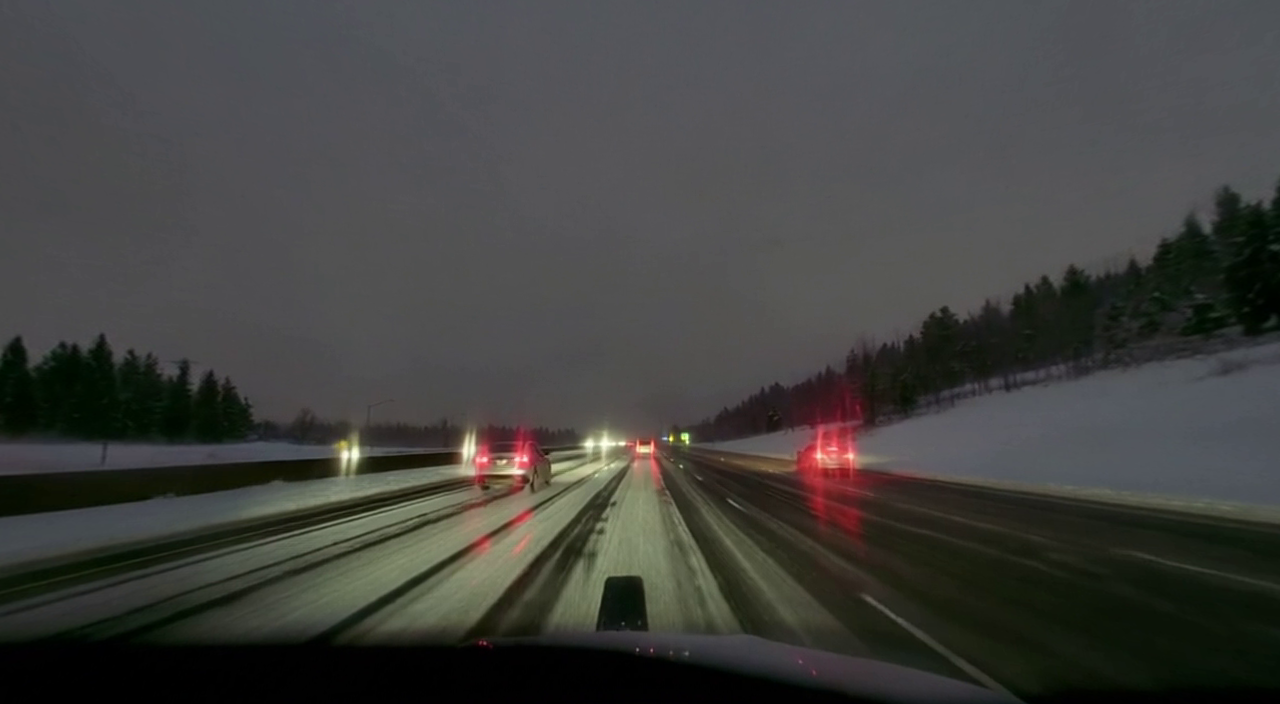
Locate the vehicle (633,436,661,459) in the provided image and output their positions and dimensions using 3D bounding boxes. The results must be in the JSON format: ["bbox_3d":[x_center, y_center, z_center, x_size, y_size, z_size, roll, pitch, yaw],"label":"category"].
[{"bbox_3d":[0.494,7.384,48.636,2.063,1.698,4.355,0,-8,0],"label":"vehicle"}]

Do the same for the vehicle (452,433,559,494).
[{"bbox_3d":[-3.732,3.171,18.265,2.050,1.546,4.344,0,-8,1],"label":"vehicle"}]

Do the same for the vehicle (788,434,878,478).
[{"bbox_3d":[7.379,4.025,24.594,1.870,1.493,5.015,0,-8,-1],"label":"vehicle"}]
